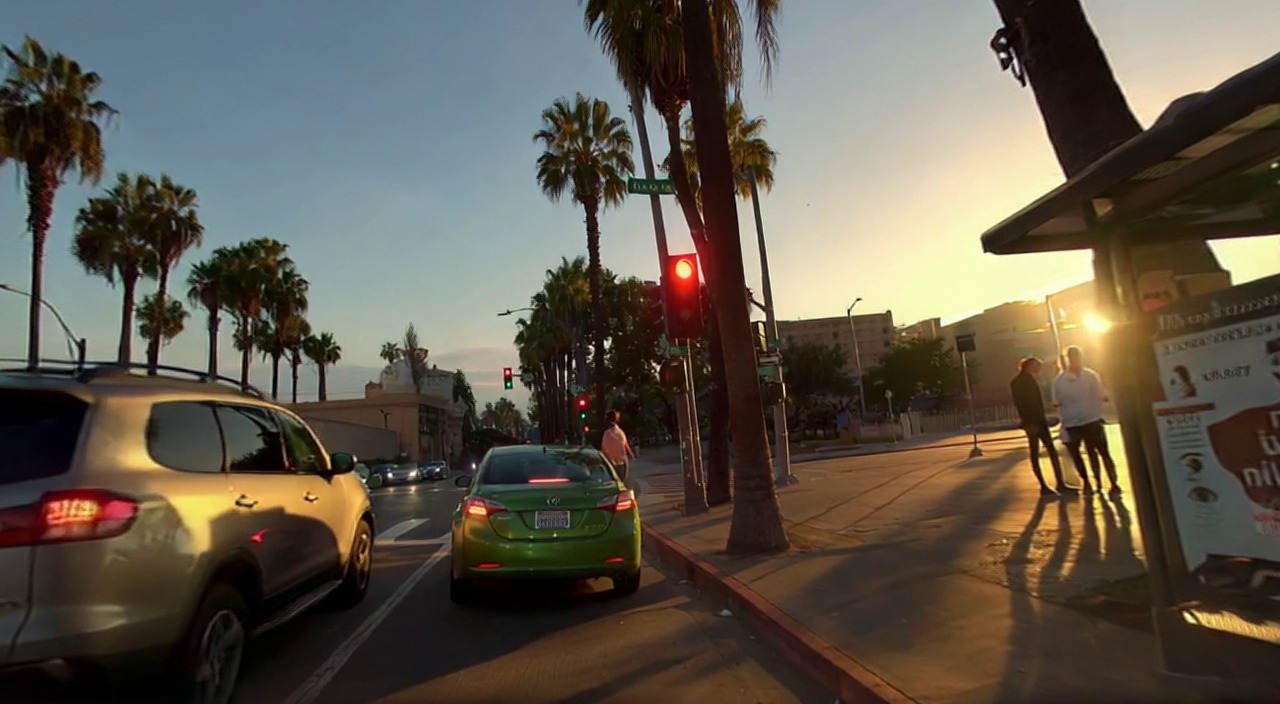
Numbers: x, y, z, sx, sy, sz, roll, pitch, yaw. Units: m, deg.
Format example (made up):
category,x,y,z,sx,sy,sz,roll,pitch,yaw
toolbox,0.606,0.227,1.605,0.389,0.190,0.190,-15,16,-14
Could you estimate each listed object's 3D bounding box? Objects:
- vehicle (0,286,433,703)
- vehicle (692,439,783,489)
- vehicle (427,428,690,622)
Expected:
category,x,y,z,sx,sy,sz,roll,pitch,yaw
vehicle,-2.873,1.039,3.987,2.098,1.851,4.571,1,-9,-7
vehicle,4.928,5.671,32.168,3.987,1.636,1.903,9,3,-10
vehicle,-0.983,1.675,7.186,2.065,1.467,4.289,1,-9,-10
